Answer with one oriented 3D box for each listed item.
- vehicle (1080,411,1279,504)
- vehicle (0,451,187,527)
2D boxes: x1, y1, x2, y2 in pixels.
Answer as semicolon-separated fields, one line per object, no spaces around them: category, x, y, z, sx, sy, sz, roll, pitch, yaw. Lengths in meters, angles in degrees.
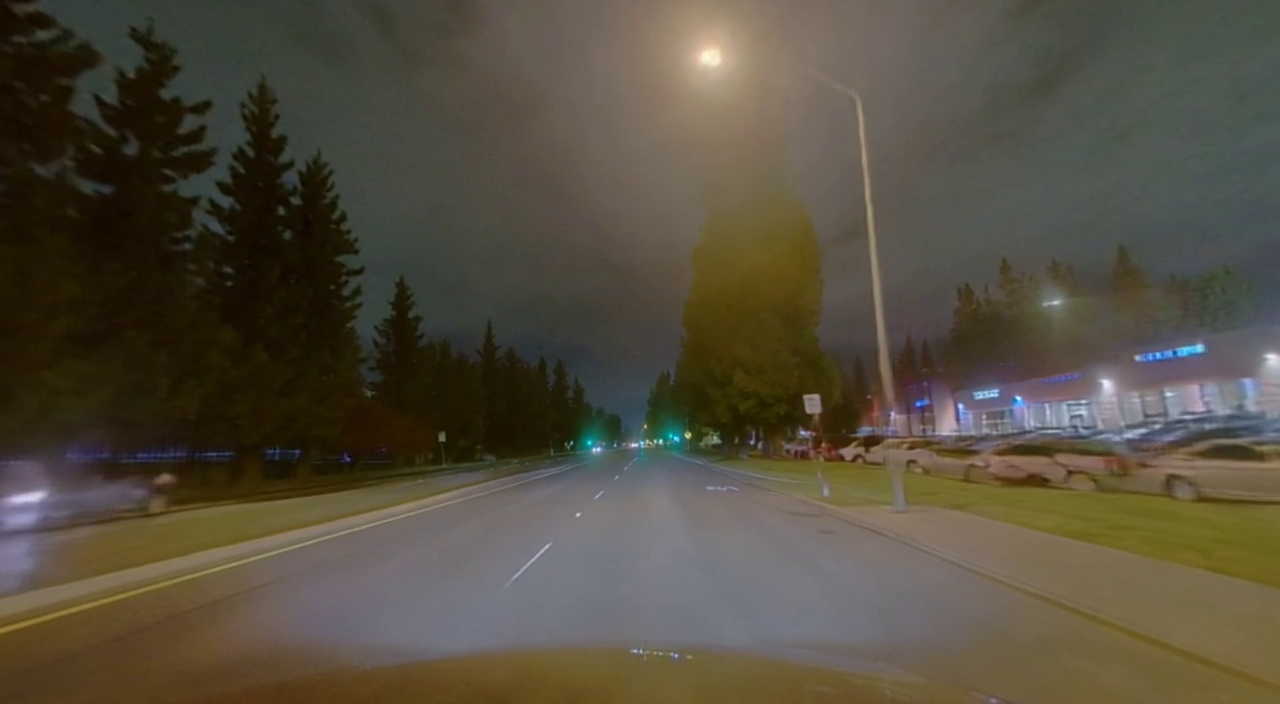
vehicle;11.129;1.909;11.424;4.708;1.511;2.022;0;-9;1
vehicle;-14.083;3.323;15.707;2.044;1.514;4.704;-4;-9;2
